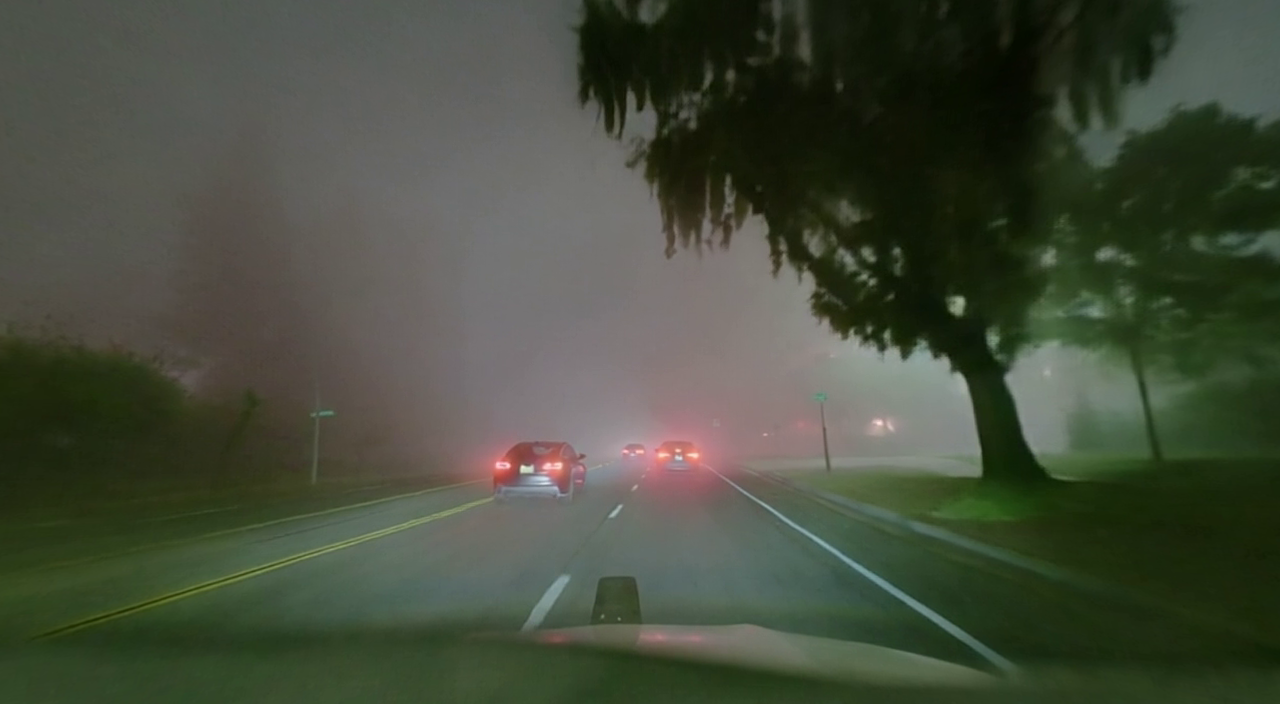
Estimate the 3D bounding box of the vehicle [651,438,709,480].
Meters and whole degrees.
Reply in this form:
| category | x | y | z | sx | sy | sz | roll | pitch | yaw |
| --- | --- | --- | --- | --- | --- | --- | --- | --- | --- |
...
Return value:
| category | x | y | z | sx | sy | sz | roll | pitch | yaw |
| --- | --- | --- | --- | --- | --- | --- | --- | --- | --- |
| vehicle | 1.482 | 4.094 | 24.346 | 2.065 | 1.456 | 4.099 | 0 | -8 | 2 |

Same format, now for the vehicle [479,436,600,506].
| category | x | y | z | sx | sy | sz | roll | pitch | yaw |
| --- | --- | --- | --- | --- | --- | --- | --- | --- | --- |
| vehicle | -2.265 | 2.838 | 15.537 | 2.030 | 1.467 | 4.403 | 0 | -8 | 3 |

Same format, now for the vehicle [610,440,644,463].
| category | x | y | z | sx | sy | sz | roll | pitch | yaw |
| --- | --- | --- | --- | --- | --- | --- | --- | --- | --- |
| vehicle | -0.881 | 7.049 | 44.694 | 2.114 | 1.500 | 3.912 | 0 | -8 | 3 |
